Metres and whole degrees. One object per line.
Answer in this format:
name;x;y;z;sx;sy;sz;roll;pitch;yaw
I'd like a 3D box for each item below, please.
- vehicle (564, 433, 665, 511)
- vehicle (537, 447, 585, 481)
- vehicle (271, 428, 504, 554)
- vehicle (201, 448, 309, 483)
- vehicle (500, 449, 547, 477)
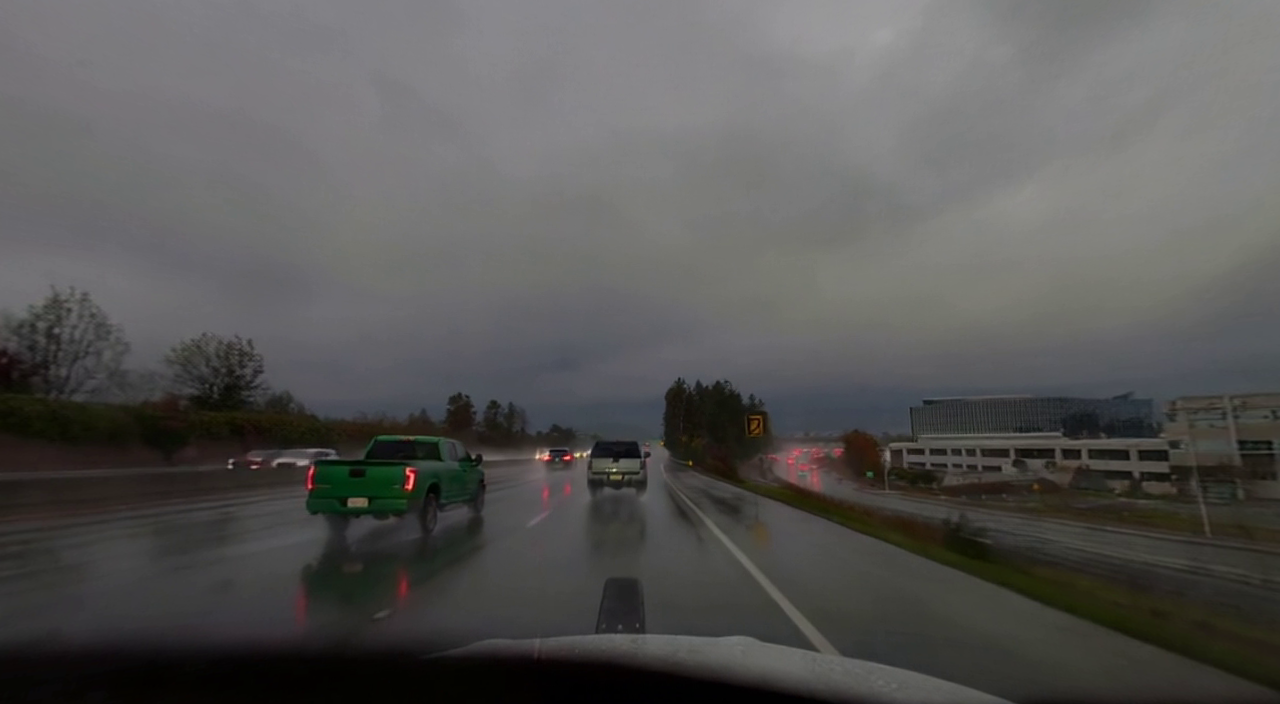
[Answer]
vehicle;-0.543;3.059;16.606;2.293;1.753;4.380;0;-8;1
vehicle;-4.349;6.211;35.420;1.991;1.776;4.333;0;-8;1
vehicle;-4.026;2.284;11.294;2.038;1.704;5.181;0;-8;0
vehicle;-21.509;6.305;35.658;2.341;1.768;5.792;0;-8;1
vehicle;-7.738;7.384;42.292;2.115;1.705;4.843;0;-8;1
